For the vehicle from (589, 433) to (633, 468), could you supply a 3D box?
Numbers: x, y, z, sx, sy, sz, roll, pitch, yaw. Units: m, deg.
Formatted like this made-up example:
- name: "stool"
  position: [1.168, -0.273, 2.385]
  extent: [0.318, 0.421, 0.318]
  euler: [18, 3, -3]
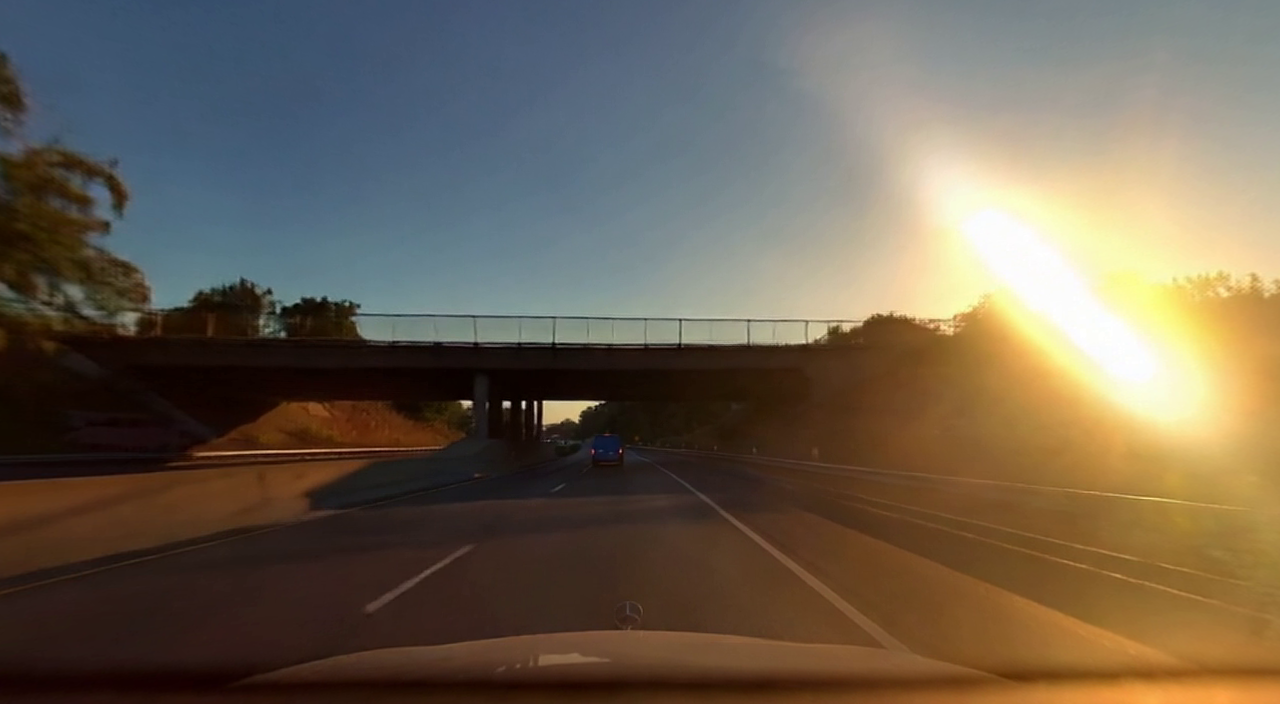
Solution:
- name: "vehicle"
  position: [-1.660, 5.779, 36.945]
  extent: [2.372, 1.891, 5.061]
  euler: [0, -8, -2]
